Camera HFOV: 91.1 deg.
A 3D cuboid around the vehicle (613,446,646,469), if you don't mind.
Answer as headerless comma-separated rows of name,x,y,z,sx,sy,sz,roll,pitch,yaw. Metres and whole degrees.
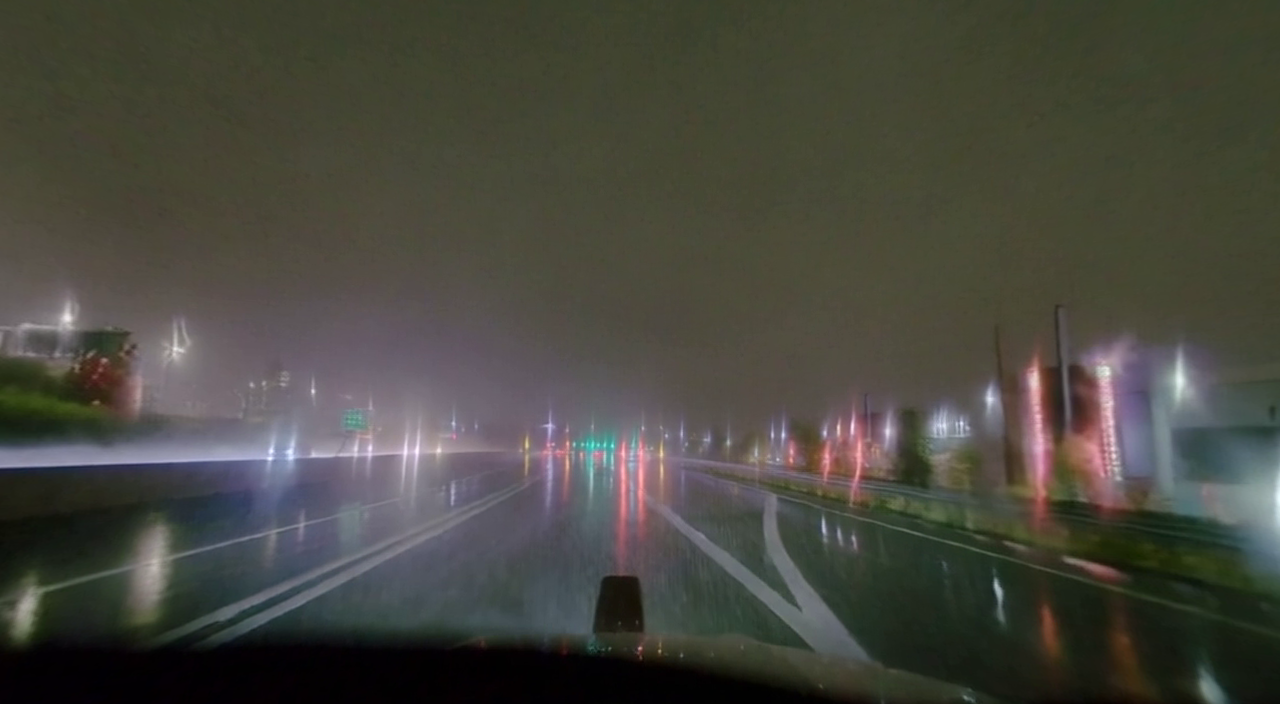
vehicle,-0.769,7.143,42.578,2.140,1.455,4.135,0,-9,-2
